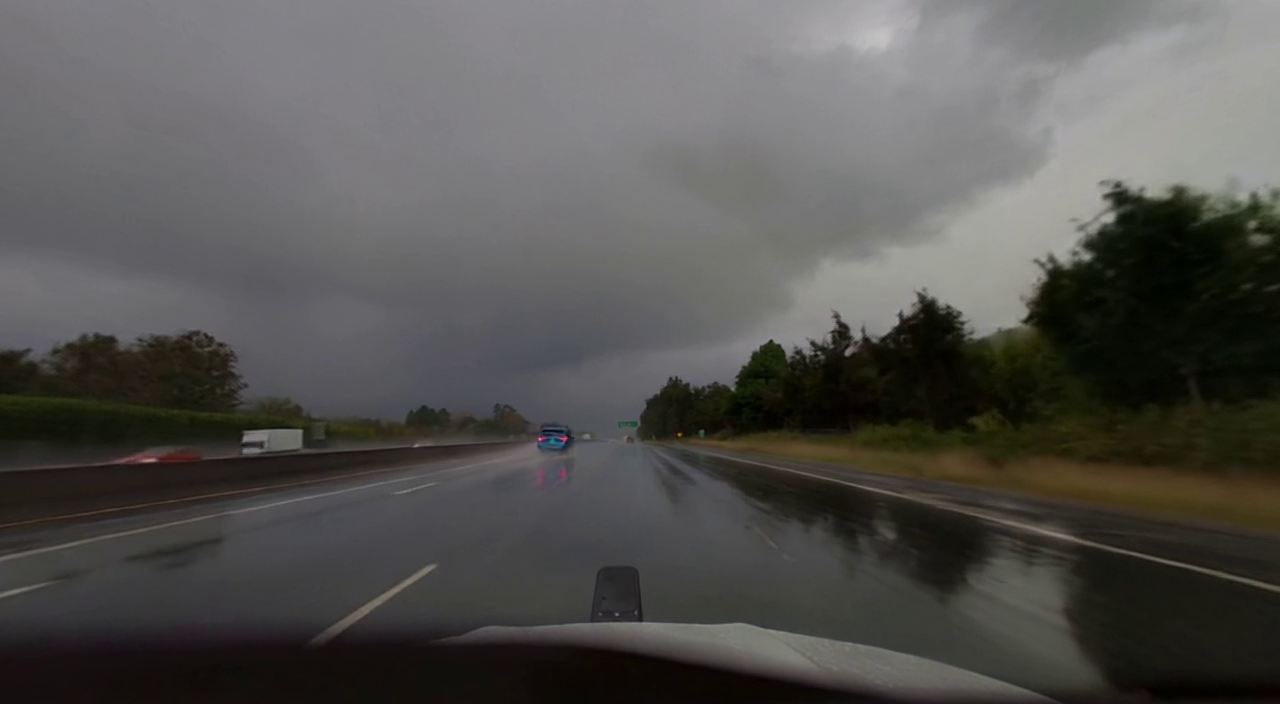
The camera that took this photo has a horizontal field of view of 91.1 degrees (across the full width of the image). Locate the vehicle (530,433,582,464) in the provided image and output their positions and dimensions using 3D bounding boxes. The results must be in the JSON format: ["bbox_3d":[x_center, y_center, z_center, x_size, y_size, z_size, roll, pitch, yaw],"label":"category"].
[{"bbox_3d":[-4.237,4.927,32.333,2.063,1.496,4.225,0,-7,0],"label":"vehicle"}]
